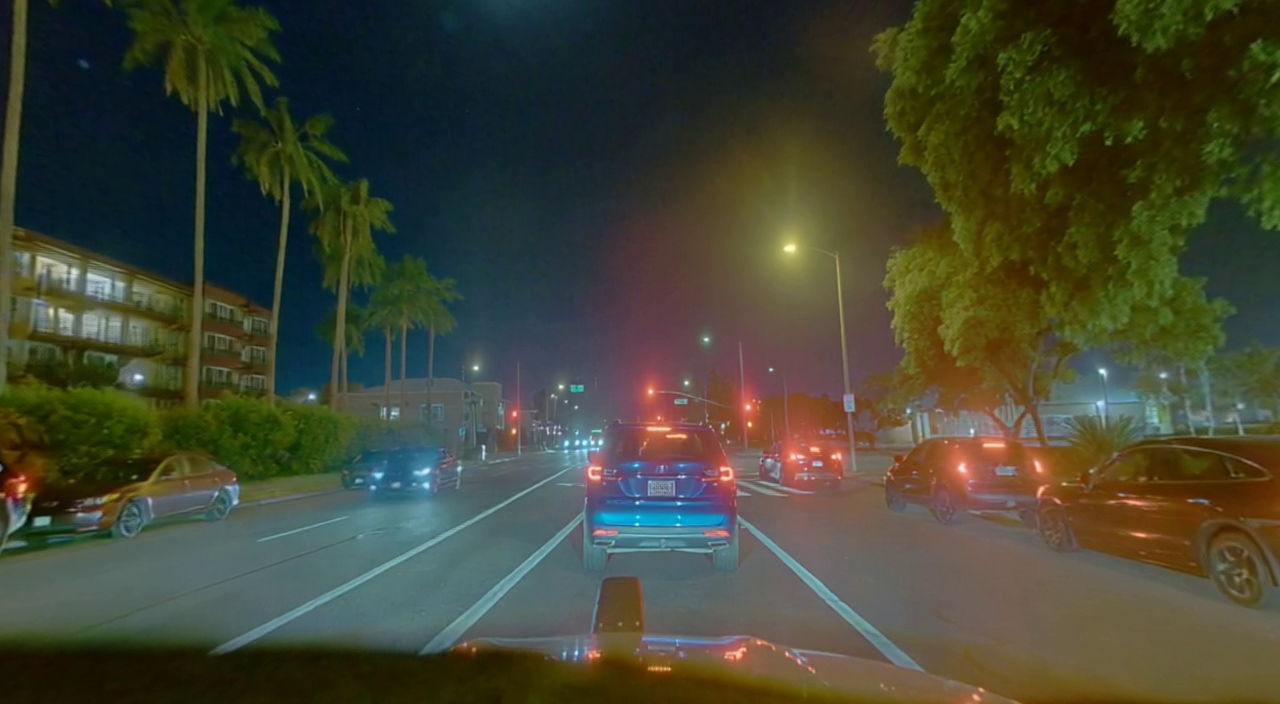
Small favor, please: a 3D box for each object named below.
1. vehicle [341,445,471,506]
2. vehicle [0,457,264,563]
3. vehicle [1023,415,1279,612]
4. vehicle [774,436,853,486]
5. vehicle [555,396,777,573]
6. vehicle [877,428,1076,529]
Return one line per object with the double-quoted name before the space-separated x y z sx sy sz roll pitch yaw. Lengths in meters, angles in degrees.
"vehicle" -6.409 3.395 17.963 1.928 1.475 4.645 0 -8 -1
"vehicle" -9.560 2.813 11.949 2.054 1.467 4.595 -3 -9 1
"vehicle" 6.465 1.603 6.930 1.935 1.672 4.139 0 -8 1
"vehicle" 6.565 4.148 24.392 1.948 1.729 4.023 0 -8 1
"vehicle" 0.288 1.672 8.681 2.264 1.798 4.258 0 -8 1
"vehicle" 6.692 2.529 13.242 1.930 1.736 4.329 -1 -8 3
